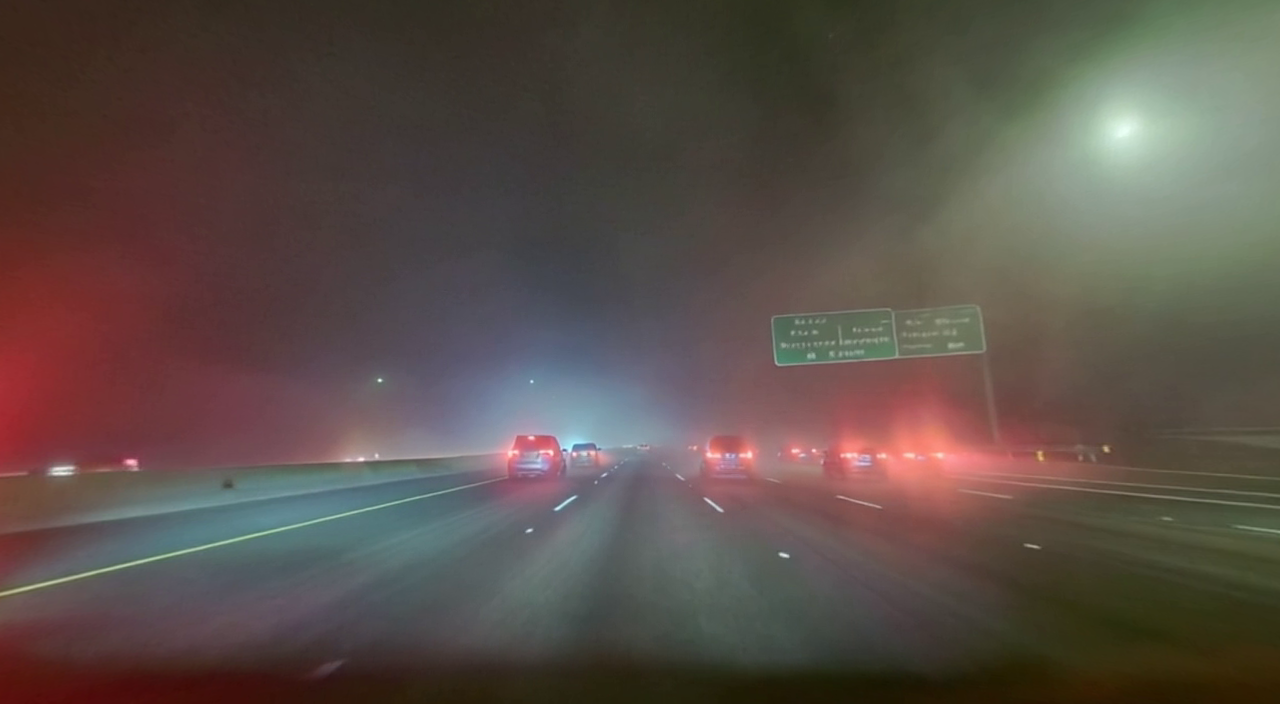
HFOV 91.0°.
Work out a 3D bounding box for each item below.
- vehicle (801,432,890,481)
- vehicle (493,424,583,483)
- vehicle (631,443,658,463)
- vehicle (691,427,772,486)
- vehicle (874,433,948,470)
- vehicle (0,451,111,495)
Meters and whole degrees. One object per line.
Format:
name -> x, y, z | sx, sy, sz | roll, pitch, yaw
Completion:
vehicle -> 7.727, 3.962, 24.101 | 2.022, 1.682, 4.226 | 0, -9, 1
vehicle -> -3.365, 3.501, 21.830 | 2.199, 1.777, 4.790 | 0, -9, 1
vehicle -> 0.347, 8.016, 49.938 | 2.047, 1.493, 3.890 | 1, -9, 0
vehicle -> 2.918, 3.442, 20.978 | 2.181, 1.728, 3.970 | 0, -9, 1
vehicle -> 13.783, 5.100, 32.346 | 2.010, 1.765, 4.375 | 0, -9, 3
vehicle -> -24.109, 4.727, 24.998 | 1.968, 1.518, 4.676 | 0, -9, 2
